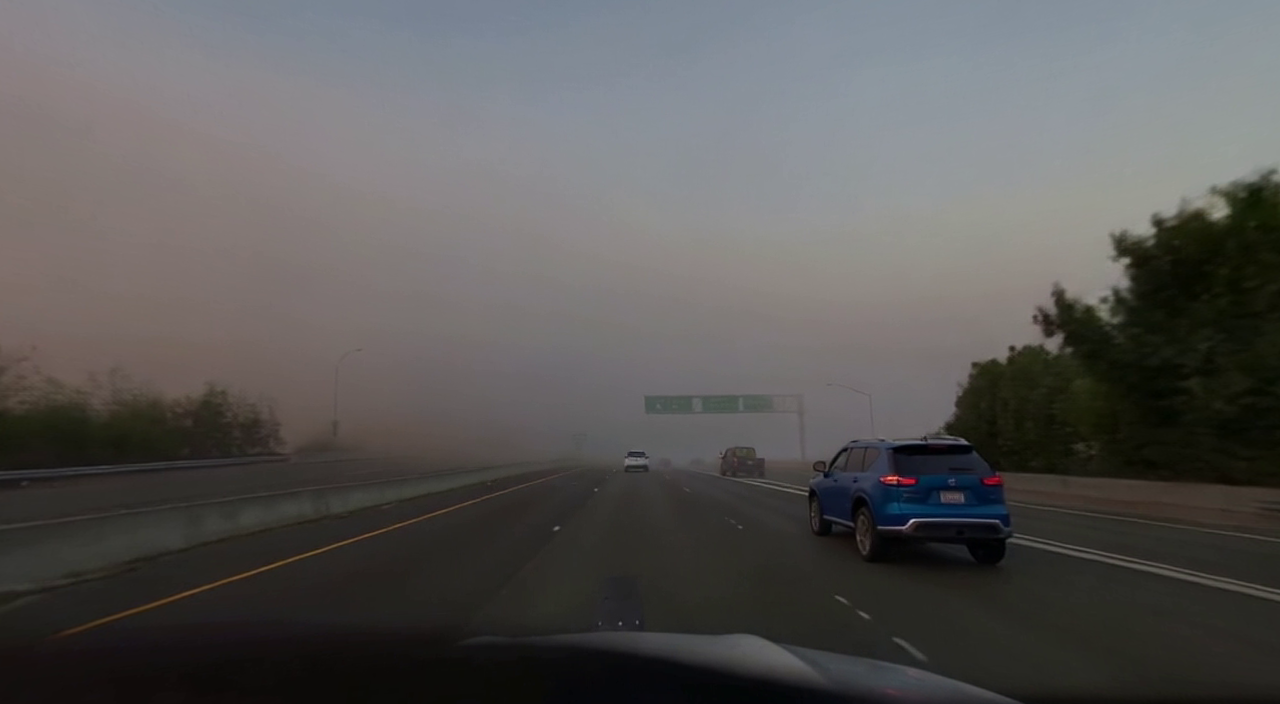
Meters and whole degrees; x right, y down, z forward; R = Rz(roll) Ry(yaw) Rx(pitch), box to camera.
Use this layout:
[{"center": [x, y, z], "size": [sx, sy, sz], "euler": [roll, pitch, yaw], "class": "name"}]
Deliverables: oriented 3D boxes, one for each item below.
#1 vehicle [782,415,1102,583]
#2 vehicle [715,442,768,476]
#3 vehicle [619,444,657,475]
[{"center": [3.515, 1.791, 8.528], "size": [2.097, 1.659, 4.320], "euler": [0, -9, -1], "class": "vehicle"}, {"center": [7.124, 7.610, 45.237], "size": [2.526, 2.230, 6.190], "euler": [0, -9, -2], "class": "vehicle"}, {"center": [-0.137, 6.543, 38.702], "size": [2.181, 1.768, 4.383], "euler": [0, -9, -1], "class": "vehicle"}]
